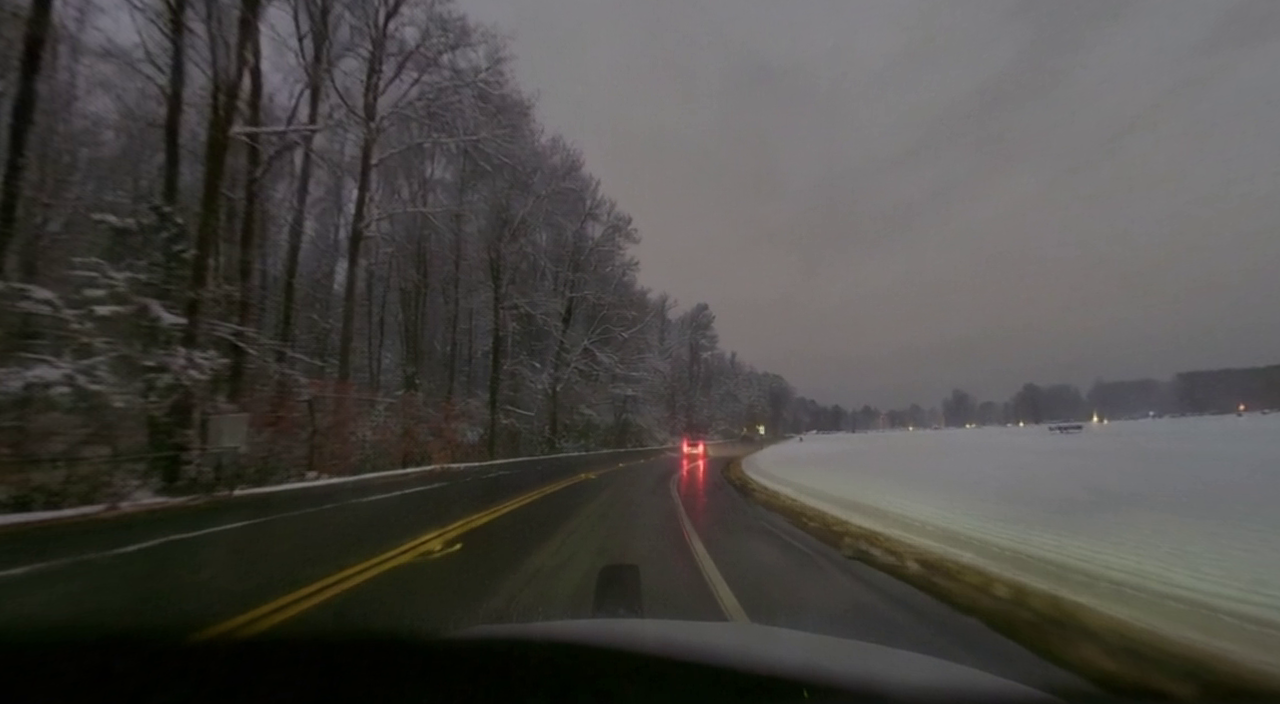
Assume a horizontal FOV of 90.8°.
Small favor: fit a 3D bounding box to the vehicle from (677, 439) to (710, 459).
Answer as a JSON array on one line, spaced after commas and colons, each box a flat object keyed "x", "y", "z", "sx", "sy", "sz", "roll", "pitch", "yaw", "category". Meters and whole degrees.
[{"x": 4.265, "y": 7.670, "z": 49.876, "sx": 2.042, "sy": 1.489, "sz": 4.078, "roll": -2, "pitch": -9, "yaw": 13, "category": "vehicle"}]
